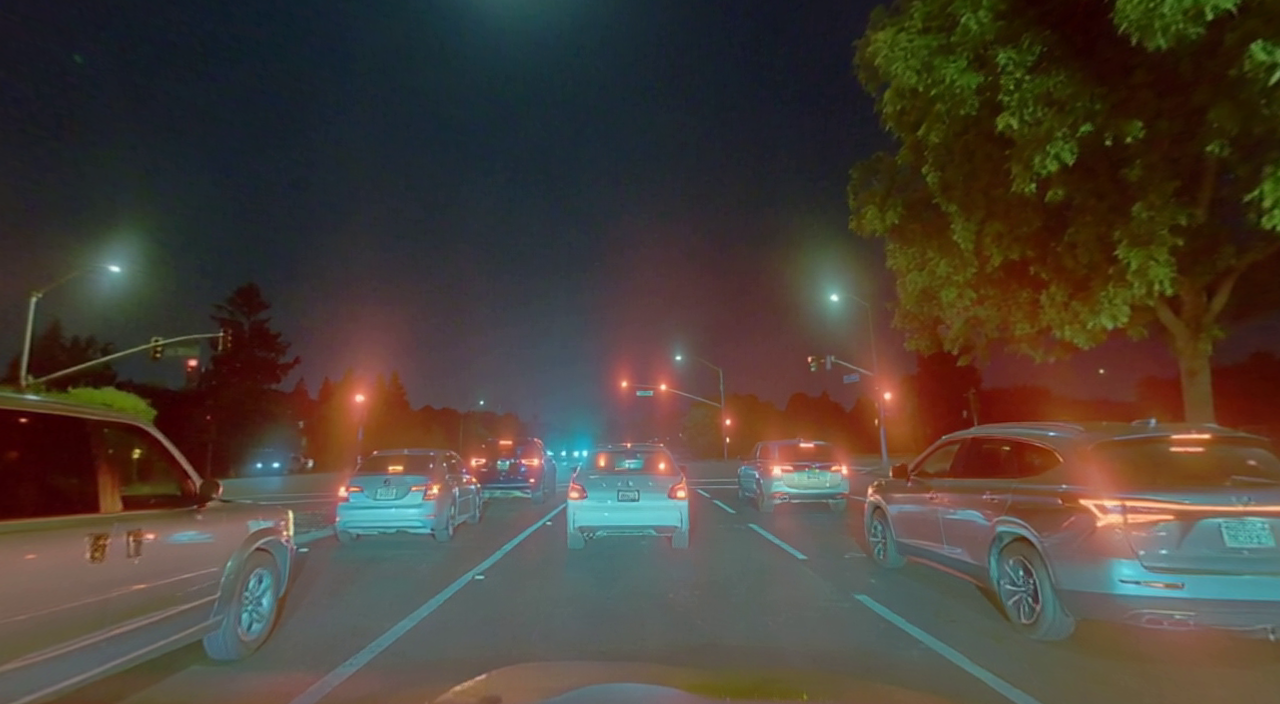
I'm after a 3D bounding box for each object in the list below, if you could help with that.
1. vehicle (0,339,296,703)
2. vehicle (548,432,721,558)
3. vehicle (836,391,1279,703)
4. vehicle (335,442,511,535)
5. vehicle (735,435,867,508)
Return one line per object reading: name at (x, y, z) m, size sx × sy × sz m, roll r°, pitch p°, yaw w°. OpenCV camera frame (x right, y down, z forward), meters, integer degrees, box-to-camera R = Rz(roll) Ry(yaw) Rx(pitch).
vehicle at (-3.653, 0.836, 2.547) m, size 2.047 × 1.764 × 4.369 m, roll 0°, pitch -8°, yaw 0°
vehicle at (-0.077, 2.004, 9.588) m, size 2.061 × 1.470 × 3.970 m, roll 0°, pitch -8°, yaw 0°
vehicle at (3.395, 1.310, 5.421) m, size 1.933 × 1.564 × 4.600 m, roll 0°, pitch -8°, yaw 0°
vehicle at (-3.927, 2.509, 12.336) m, size 1.919 × 1.459 × 4.371 m, roll 0°, pitch -8°, yaw -1°
vehicle at (3.643, 2.781, 15.241) m, size 1.922 × 1.472 × 4.440 m, roll 0°, pitch -8°, yaw -1°
